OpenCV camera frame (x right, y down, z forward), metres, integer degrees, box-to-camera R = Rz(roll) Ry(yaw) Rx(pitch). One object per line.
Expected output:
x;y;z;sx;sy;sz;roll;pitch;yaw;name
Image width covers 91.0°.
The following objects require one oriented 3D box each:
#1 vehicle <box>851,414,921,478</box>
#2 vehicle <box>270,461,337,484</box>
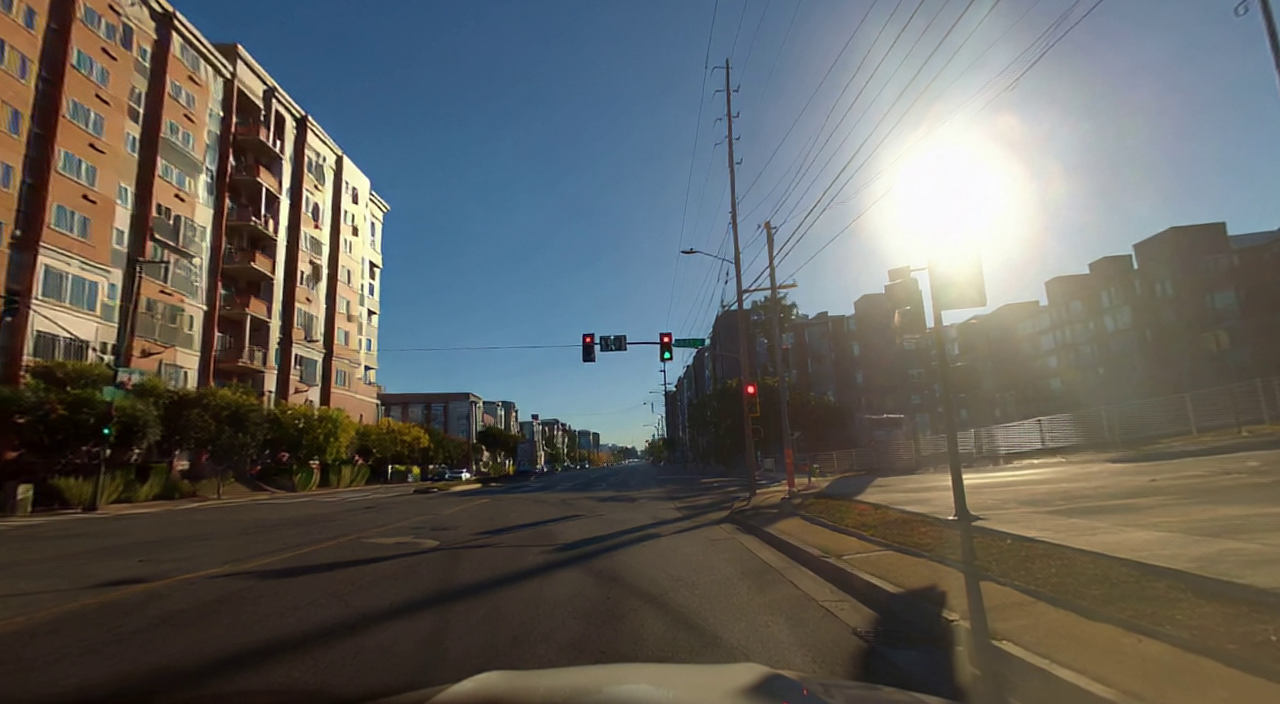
13.098;5.097;34.098;2.948;3.071;7.295;-3;-9;17;vehicle
-24.683;8.854;46.277;3.882;1.600;1.768;0;-9;2;vehicle
